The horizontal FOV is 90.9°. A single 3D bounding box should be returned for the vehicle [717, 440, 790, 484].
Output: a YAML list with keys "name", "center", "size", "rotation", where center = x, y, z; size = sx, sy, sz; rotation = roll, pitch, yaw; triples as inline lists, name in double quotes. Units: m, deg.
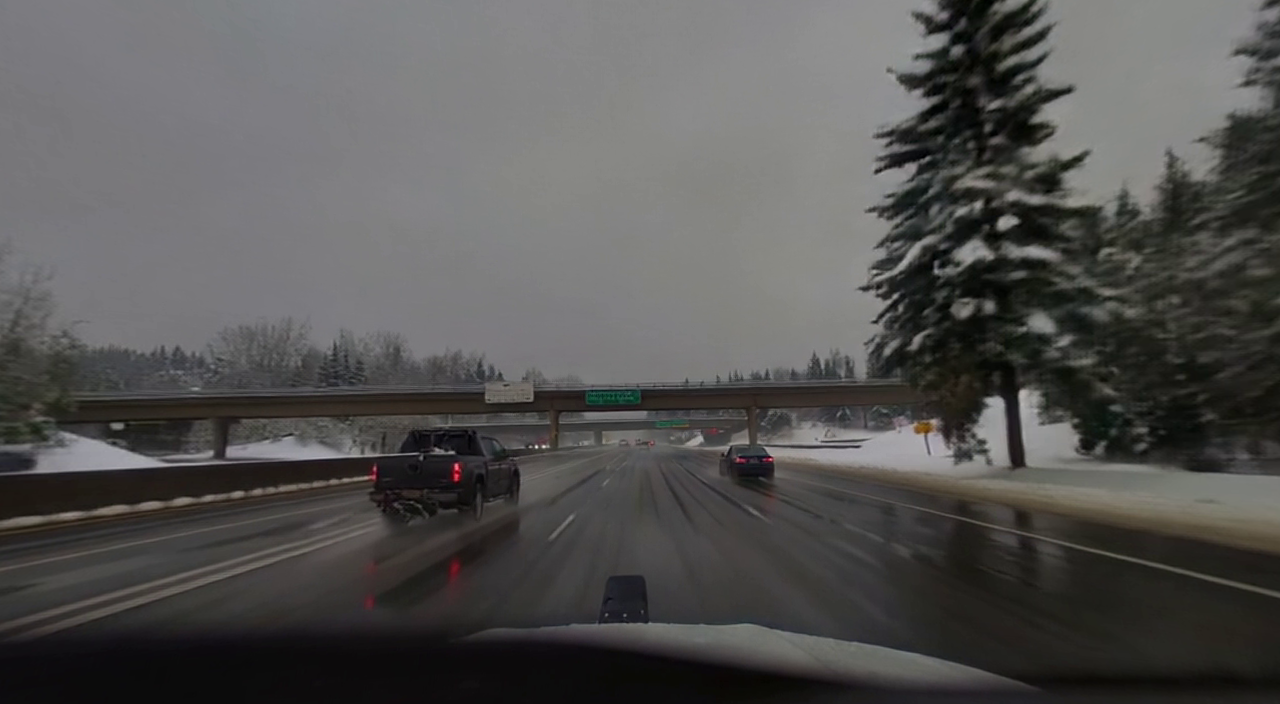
- name: "vehicle"
  center: [4.179, 4.117, 23.910]
  size: [1.908, 1.483, 4.259]
  rotation: [0, -8, -1]

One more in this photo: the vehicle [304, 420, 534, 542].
- name: "vehicle"
  center: [-3.569, 2.195, 11.478]
  size: [2.259, 1.706, 4.924]
  rotation: [0, -8, 2]
